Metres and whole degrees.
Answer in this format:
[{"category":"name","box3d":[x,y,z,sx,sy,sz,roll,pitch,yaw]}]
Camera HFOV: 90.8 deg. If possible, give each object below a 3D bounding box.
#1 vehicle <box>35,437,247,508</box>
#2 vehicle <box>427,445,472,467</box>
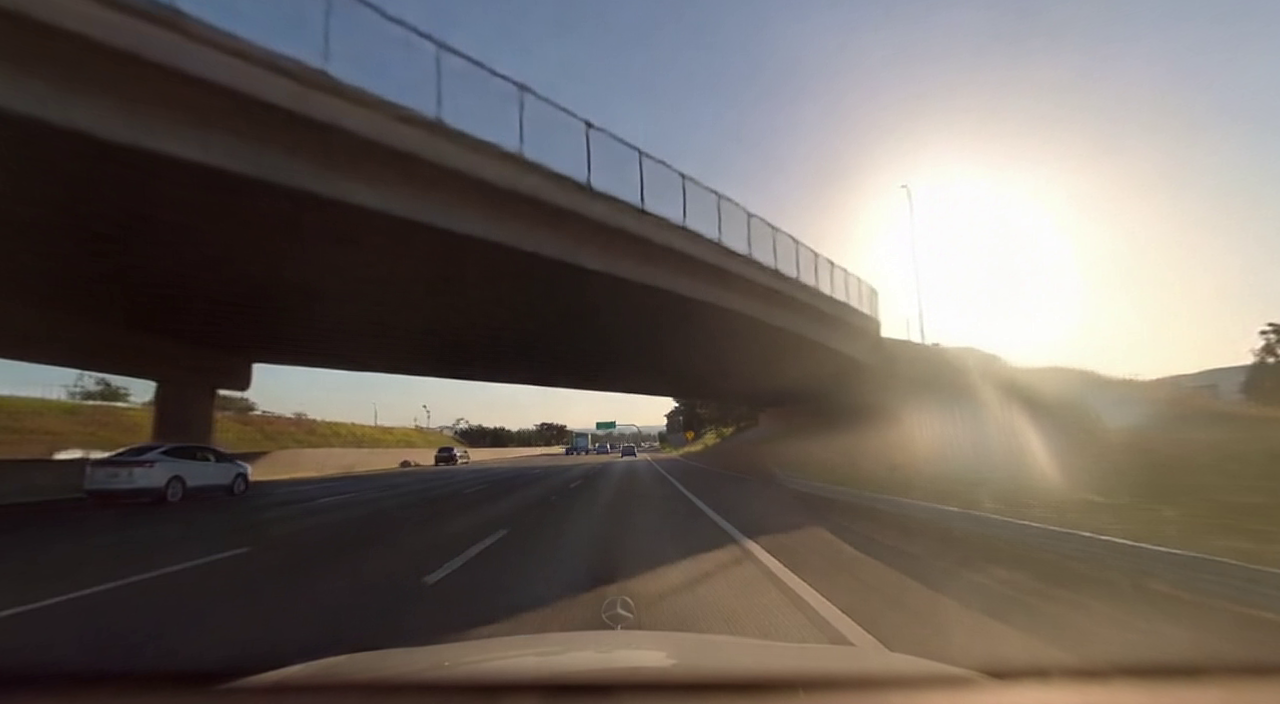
[{"category":"vehicle","box3d":[-14.327,3.457,18.710,2.049,1.792,5.177,0,-9,0]},{"category":"vehicle","box3d":[-14.796,8.102,49.296,2.057,1.619,4.443,0,-9,0]}]
